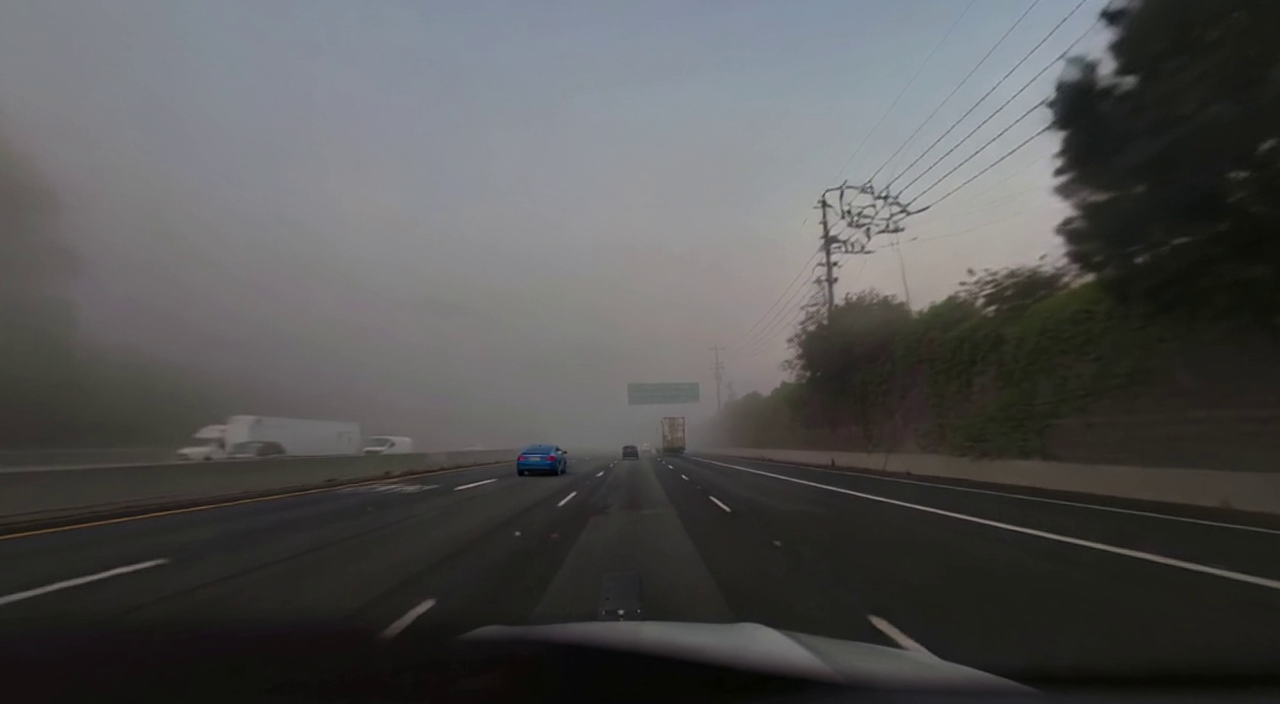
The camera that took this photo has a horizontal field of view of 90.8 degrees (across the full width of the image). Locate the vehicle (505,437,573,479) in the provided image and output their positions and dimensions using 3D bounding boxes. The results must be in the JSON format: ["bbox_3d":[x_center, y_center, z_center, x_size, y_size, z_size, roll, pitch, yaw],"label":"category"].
[{"bbox_3d":[-3.941,4.232,25.442,2.009,1.533,4.175,0,-9,1],"label":"vehicle"}]

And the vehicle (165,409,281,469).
[{"bbox_3d":[-28.772,6.097,44.092,3.100,3.824,7.025,0,-9,0],"label":"vehicle"}]

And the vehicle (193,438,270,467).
[{"bbox_3d":[-21.172,5.236,32.901,1.567,1.418,3.532,0,-9,1],"label":"vehicle"}]
